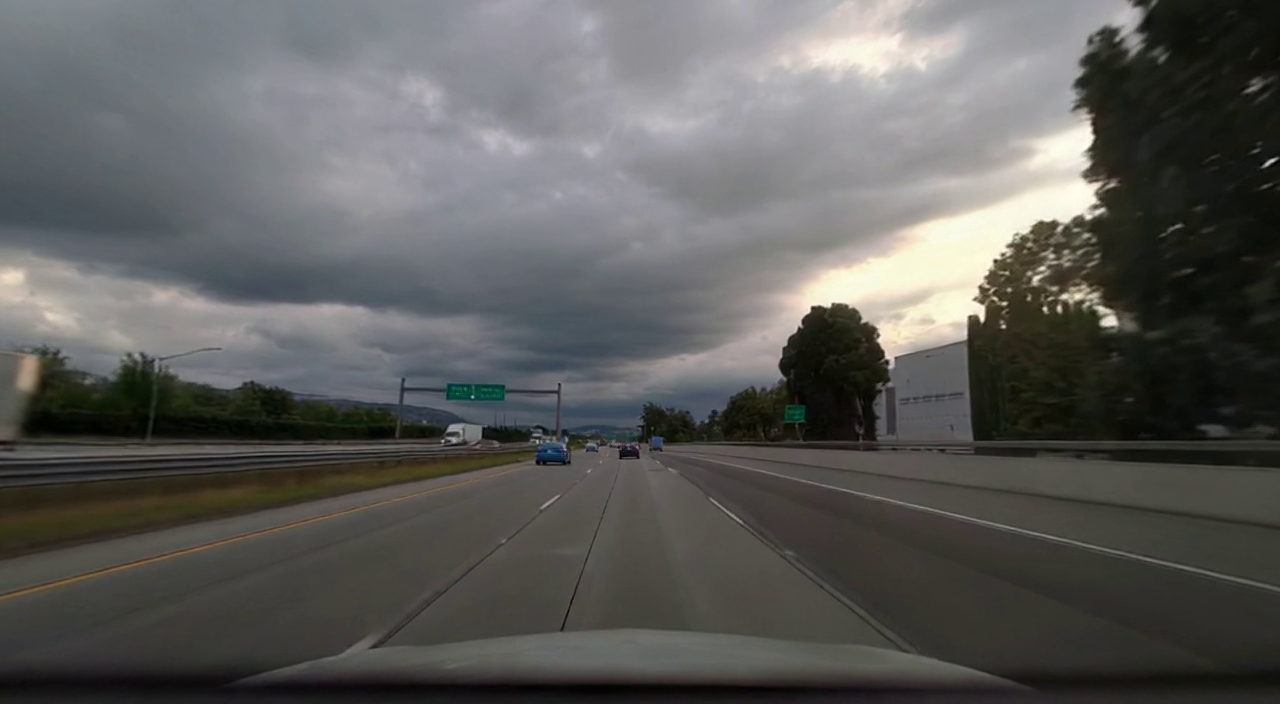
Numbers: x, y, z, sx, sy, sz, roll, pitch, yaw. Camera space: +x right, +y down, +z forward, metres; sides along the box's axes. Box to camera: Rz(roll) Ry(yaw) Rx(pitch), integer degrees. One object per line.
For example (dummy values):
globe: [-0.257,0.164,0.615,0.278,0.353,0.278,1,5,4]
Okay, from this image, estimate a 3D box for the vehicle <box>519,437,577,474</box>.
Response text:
vehicle: [-4.358,4.986,30.452,2.271,1.626,4.463,0,-8,-1]

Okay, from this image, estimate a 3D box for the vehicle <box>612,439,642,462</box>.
vehicle: [-1.056,7.609,48.657,2.196,1.699,4.499,0,-8,-2]
